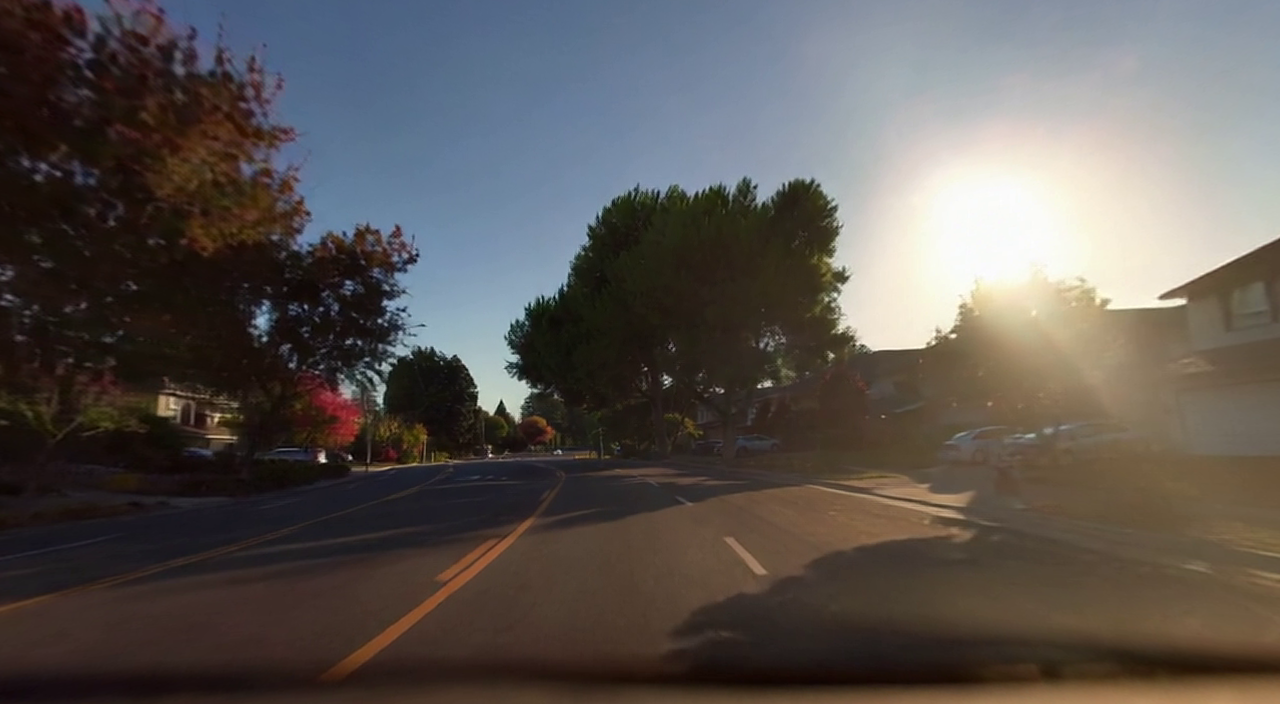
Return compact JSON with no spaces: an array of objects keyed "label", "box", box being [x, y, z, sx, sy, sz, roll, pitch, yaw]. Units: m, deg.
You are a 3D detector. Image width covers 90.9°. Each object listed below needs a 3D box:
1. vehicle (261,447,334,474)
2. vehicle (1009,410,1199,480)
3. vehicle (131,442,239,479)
[{"label":"vehicle","box":[-23.622,7.467,43.599,3.899,1.729,2.064,1,-9,-12]},{"label":"vehicle","box":[14.395,2.906,19.795,4.350,2.047,1.841,-1,-8,2]},{"label":"vehicle","box":[-24.208,5.755,33.681,4.128,1.861,1.959,2,-9,-14]}]
